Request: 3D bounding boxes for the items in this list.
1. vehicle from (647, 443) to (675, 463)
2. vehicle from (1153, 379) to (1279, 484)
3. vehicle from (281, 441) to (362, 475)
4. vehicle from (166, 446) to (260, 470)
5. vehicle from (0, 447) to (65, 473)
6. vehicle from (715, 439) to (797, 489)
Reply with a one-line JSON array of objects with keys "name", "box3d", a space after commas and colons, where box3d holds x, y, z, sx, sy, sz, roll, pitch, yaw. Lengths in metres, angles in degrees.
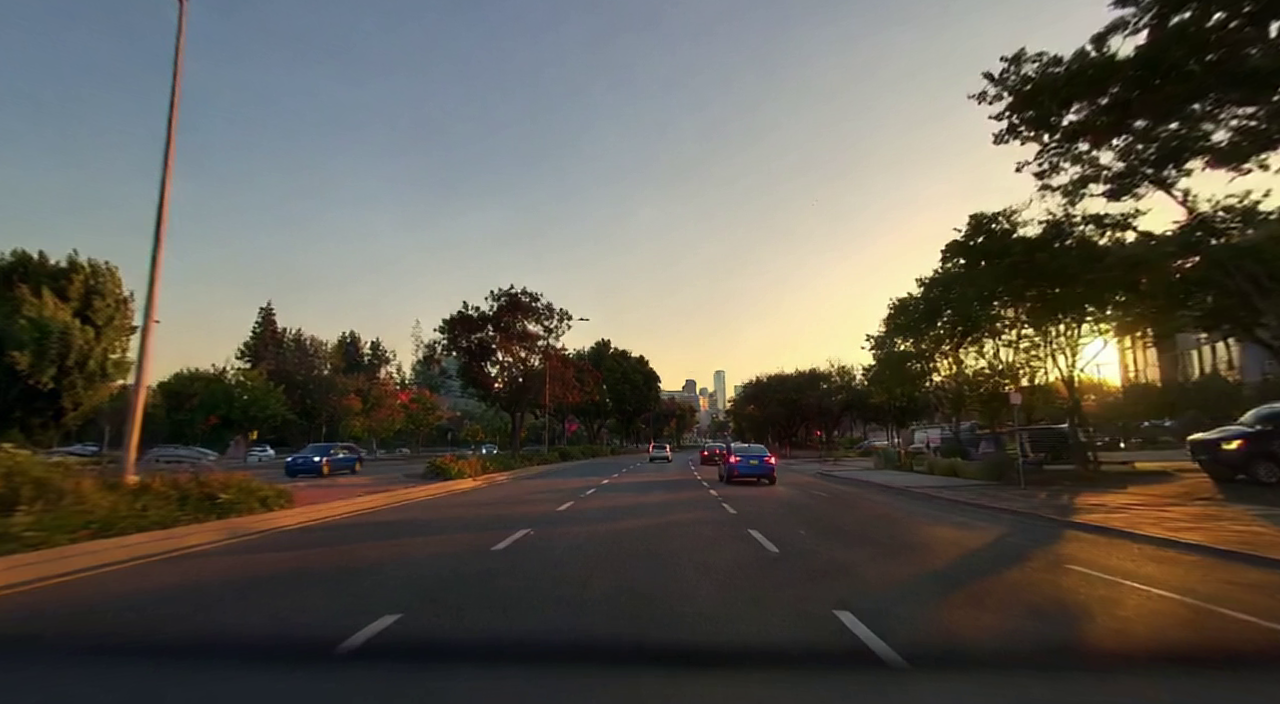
[{"name": "vehicle", "box3d": [1.682, 7.822, 48.979, 2.059, 1.477, 3.988, -1, -8, 4]}, {"name": "vehicle", "box3d": [21.064, 2.543, 20.103, 2.713, 3.202, 6.843, 1, -9, -12]}, {"name": "vehicle", "box3d": [-14.631, 4.877, 29.227, 1.809, 1.434, 3.952, 0, -8, -2]}, {"name": "vehicle", "box3d": [-27.002, 6.720, 39.976, 4.456, 1.428, 1.950, 1, -8, -5]}, {"name": "vehicle", "box3d": [-42.921, 7.361, 43.132, 4.598, 1.712, 2.298, 1, -8, -9]}, {"name": "vehicle", "box3d": [3.825, 3.769, 21.630, 1.981, 1.499, 4.536, 0, -8, 1]}]
